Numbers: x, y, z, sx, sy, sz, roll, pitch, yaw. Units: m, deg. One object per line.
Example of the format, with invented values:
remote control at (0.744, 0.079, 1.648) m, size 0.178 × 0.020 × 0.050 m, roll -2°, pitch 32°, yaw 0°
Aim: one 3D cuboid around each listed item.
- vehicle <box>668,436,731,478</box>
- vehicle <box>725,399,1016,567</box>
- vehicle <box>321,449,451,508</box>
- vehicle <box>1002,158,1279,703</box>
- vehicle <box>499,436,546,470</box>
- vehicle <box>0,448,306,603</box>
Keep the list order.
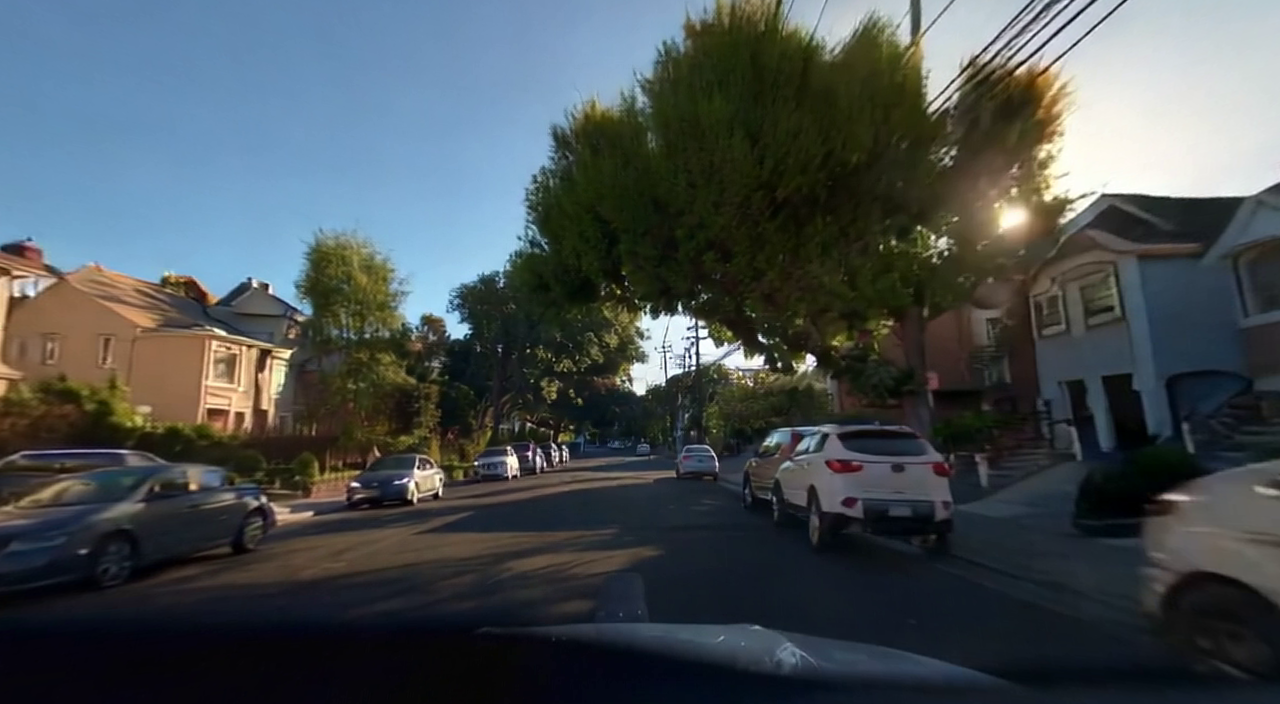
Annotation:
vehicle at (2.821, 5.166, 31.395) m, size 2.365 × 1.874 × 5.669 m, roll 0°, pitch -8°, yaw -2°
vehicle at (3.079, 1.924, 10.160) m, size 2.427 × 1.947 × 5.329 m, roll 0°, pitch -8°, yaw -3°
vehicle at (-6.745, 3.362, 17.362) m, size 1.958 × 1.359 × 4.357 m, roll 0°, pitch -8°, yaw -3°
vehicle at (3.173, 0.405, 1.128) m, size 2.295 × 2.279 × 4.578 m, roll 0°, pitch -8°, yaw 1°
vehicle at (-7.262, 6.309, 39.605) m, size 2.183 × 1.972 × 4.817 m, roll 0°, pitch -8°, yaw -2°
vehicle at (-6.558, 2.060, 8.582) m, size 1.866 × 1.474 × 4.753 m, roll 1°, pitch -8°, yaw -6°
